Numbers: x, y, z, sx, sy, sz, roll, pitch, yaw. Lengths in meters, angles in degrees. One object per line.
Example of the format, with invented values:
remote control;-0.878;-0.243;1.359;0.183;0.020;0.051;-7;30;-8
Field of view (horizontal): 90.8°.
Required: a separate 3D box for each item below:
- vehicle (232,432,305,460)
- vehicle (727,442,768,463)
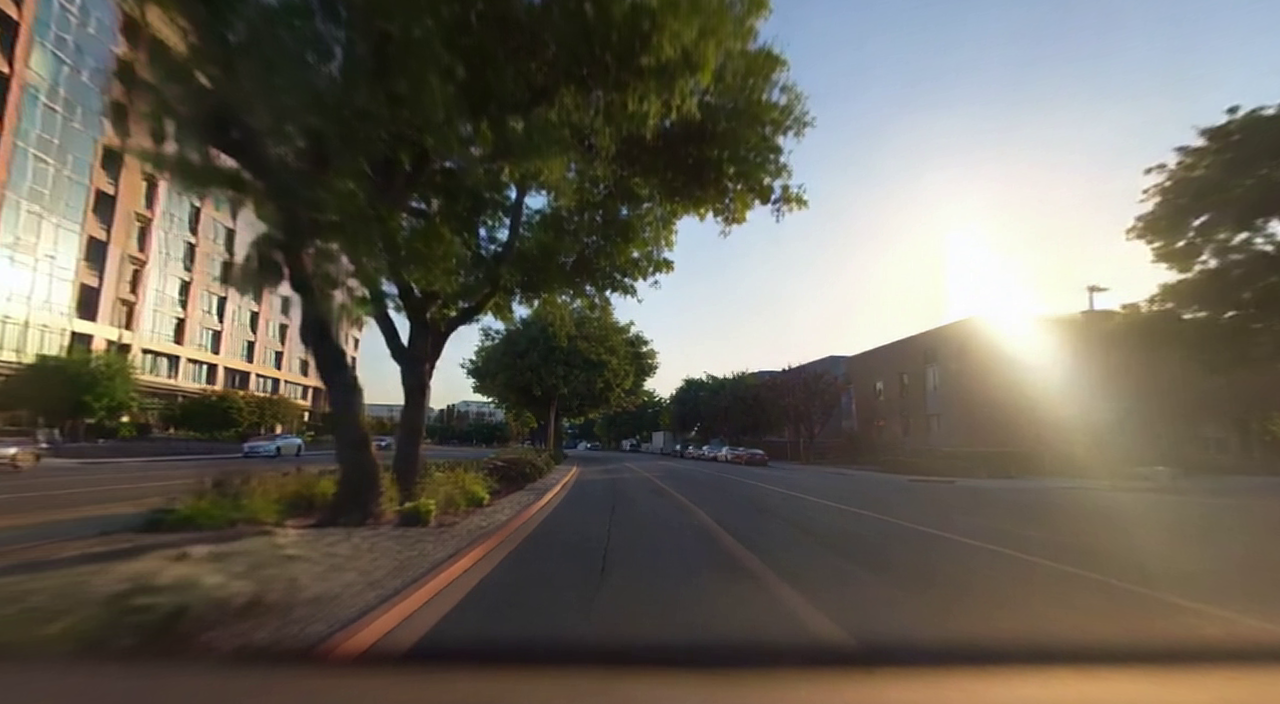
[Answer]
vehicle;-20.009;5.094;34.232;1.822;1.453;4.053;1;-9;-6
vehicle;8.129;7.651;48.353;1.907;1.524;4.381;1;-9;-7
